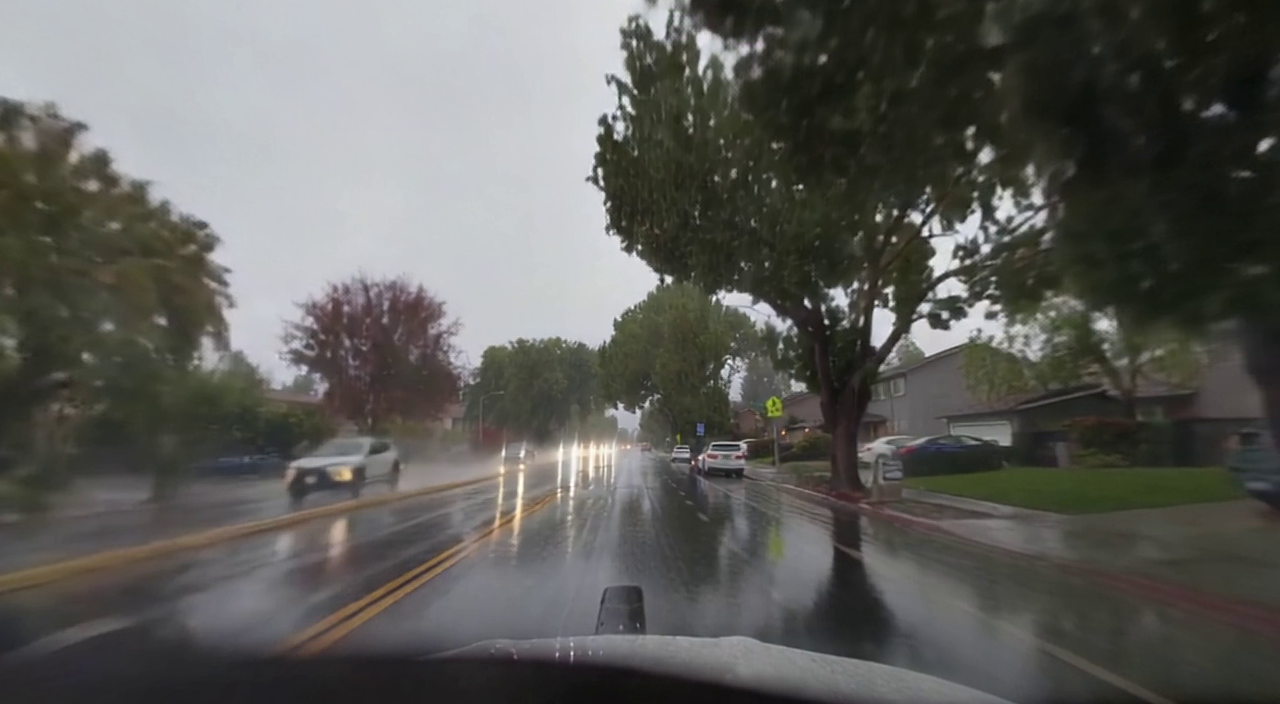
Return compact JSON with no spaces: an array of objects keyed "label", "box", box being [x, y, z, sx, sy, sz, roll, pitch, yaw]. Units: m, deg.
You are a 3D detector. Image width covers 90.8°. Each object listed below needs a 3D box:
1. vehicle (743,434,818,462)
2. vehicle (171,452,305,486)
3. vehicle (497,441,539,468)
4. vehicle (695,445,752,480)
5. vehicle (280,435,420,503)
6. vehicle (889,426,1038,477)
[{"label":"vehicle","box":[10.403,7.155,47.059,4.964,1.739,2.184,-3,-9,0]},{"label":"vehicle","box":[-18.778,5.472,29.664,4.880,1.500,1.965,0,-8,-2]},{"label":"vehicle","box":[-8.522,7.204,44.554,2.090,1.748,4.345,0,-8,0]},{"label":"vehicle","box":[3.753,5.048,29.237,1.991,1.500,4.562,0,-8,-1]},{"label":"vehicle","box":[-8.527,3.451,19.135,2.041,1.760,4.522,0,-8,0]},{"label":"vehicle","box":[11.761,3.631,23.189,4.376,1.509,1.866,-4,-8,-1]}]
